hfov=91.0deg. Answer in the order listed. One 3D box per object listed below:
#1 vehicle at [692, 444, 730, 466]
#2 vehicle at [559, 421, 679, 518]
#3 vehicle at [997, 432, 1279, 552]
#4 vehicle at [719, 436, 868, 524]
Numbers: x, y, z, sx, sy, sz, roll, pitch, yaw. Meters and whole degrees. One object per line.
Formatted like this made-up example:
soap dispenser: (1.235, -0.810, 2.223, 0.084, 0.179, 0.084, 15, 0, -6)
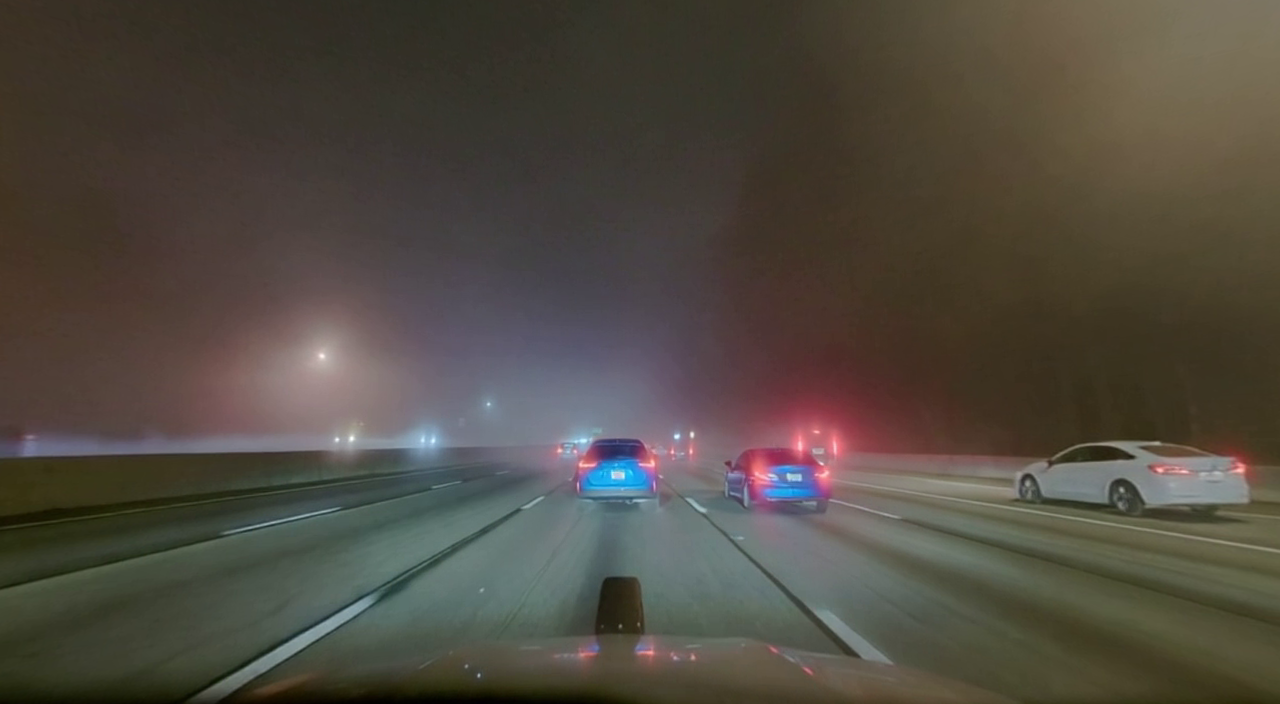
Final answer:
vehicle: (5.217, 7.637, 46.809, 1.972, 1.521, 4.498, 1, -9, -4)
vehicle: (-0.424, 2.447, 13.530, 2.181, 1.728, 3.970, 1, -9, -1)
vehicle: (8.942, 2.315, 11.188, 2.106, 1.641, 4.671, 1, -9, -6)
vehicle: (2.976, 2.582, 13.285, 1.975, 1.532, 4.227, 1, -9, -2)
